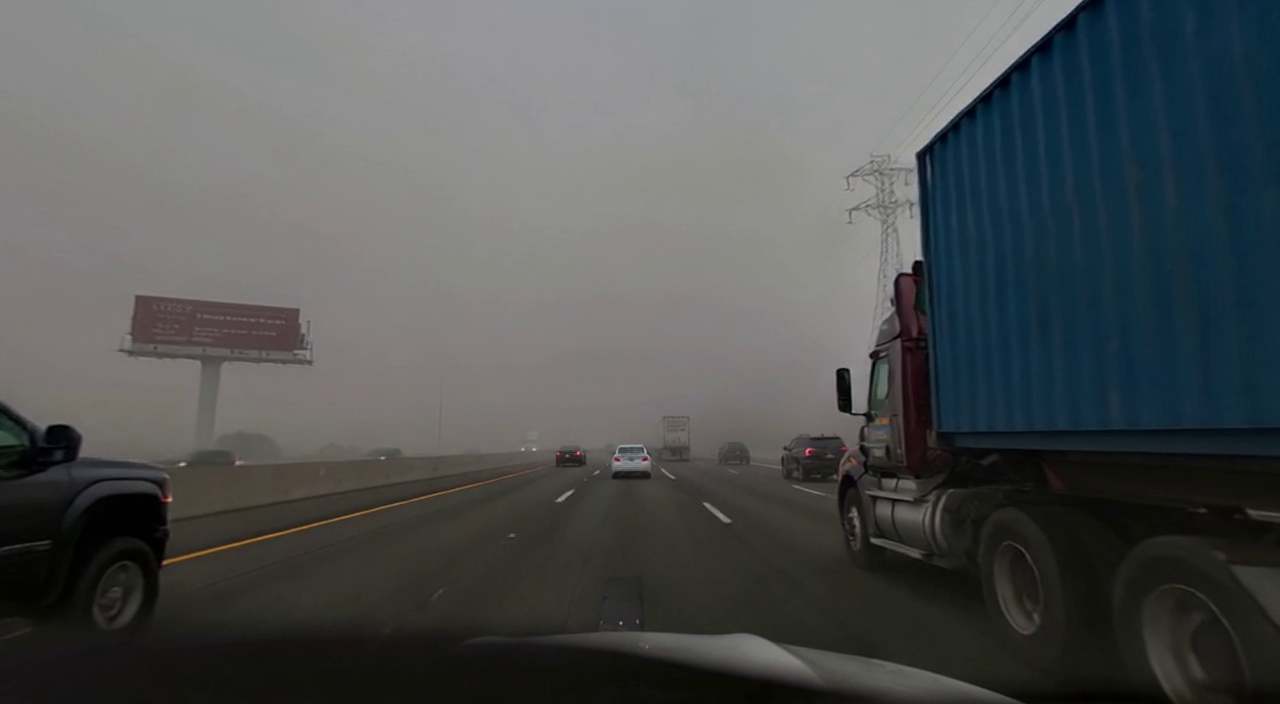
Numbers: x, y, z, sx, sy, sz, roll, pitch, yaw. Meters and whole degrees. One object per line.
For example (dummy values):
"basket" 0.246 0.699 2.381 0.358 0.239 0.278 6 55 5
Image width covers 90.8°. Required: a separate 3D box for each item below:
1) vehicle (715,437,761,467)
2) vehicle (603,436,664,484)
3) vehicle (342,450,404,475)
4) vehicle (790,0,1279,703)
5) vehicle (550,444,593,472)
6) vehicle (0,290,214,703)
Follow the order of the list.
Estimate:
"vehicle" 6.955 7.179 45.475 2.302 1.973 5.502 0 -9 -1
"vehicle" -0.244 4.177 24.674 2.191 1.685 4.015 0 -9 0
"vehicle" -16.993 7.008 40.468 1.891 1.476 4.625 0 -9 0
"vehicle" 3.529 -0.050 3.925 3.013 3.940 7.933 0 -9 -1
"vehicle" -3.942 6.154 36.943 2.025 1.498 4.675 0 -9 0
"vehicle" -4.199 0.496 1.344 2.323 2.046 6.006 0 -9 1
